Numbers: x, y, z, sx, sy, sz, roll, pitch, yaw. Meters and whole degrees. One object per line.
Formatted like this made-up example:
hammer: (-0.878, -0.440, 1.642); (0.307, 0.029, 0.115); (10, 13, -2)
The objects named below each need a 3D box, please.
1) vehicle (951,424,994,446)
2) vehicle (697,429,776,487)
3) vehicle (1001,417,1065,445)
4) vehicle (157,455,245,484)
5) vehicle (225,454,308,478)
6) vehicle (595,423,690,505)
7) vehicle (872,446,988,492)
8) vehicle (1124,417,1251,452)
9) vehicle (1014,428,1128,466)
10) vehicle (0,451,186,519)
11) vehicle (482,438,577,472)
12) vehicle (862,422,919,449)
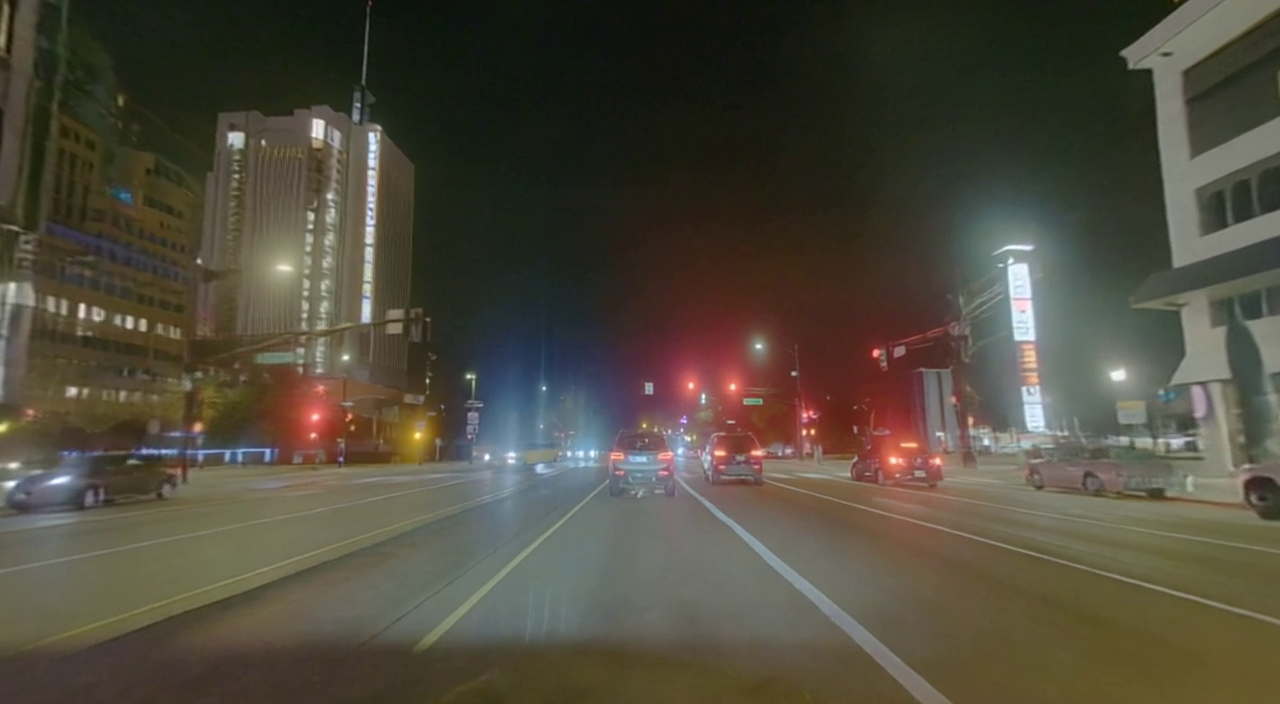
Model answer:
vehicle: (24.672, 6.151, 46.885); (1.422, 1.496, 3.318); (1, -6, 1)
vehicle: (3.498, 3.972, 23.960); (2.115, 1.932, 5.189); (0, -8, -1)
vehicle: (29.554, 5.910, 47.588); (1.913, 1.651, 4.727); (3, -3, 2)
vehicle: (-27.138, 7.264, 39.125); (3.892, 1.541, 2.031); (4, -8, -13)
vehicle: (-24.921, 7.636, 42.225); (4.317, 1.503, 1.919); (1, -8, -7)
vehicle: (0.030, 2.890, 16.729); (2.157, 1.863, 4.665); (0, -8, 0)
vehicle: (10.013, 4.030, 22.215); (1.863, 1.426, 4.494); (0, -8, -1)
vehicle: (25.869, 3.995, 30.081); (1.812, 1.419, 4.725); (-3, -9, 0)
vehicle: (19.037, 4.256, 28.163); (1.735, 1.417, 4.476); (-3, -9, -2)
vehicle: (-15.927, 3.693, 18.164); (2.096, 1.416, 4.885); (1, -6, 0)
vehicle: (-6.272, 5.877, 36.130); (4.827, 1.856, 2.291); (-2, -8, 13)
vehicle: (18.792, 6.316, 47.597); (2.123, 1.884, 5.170); (0, -8, 0)
